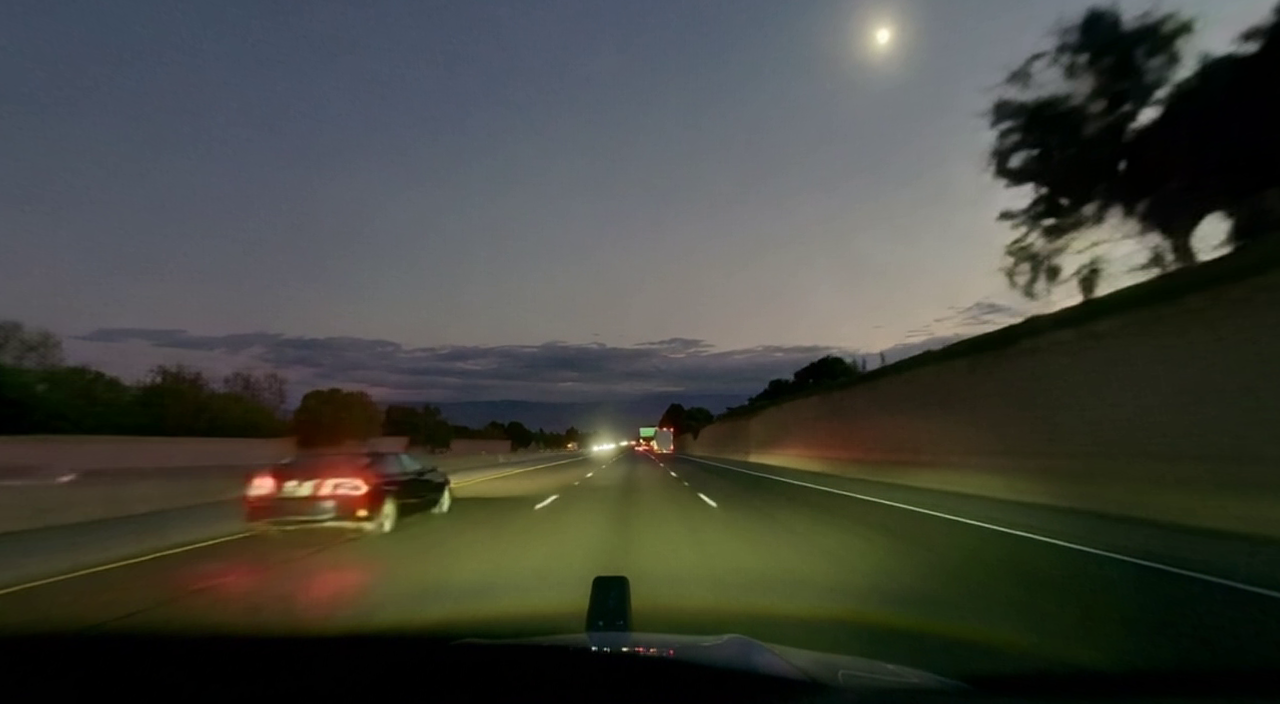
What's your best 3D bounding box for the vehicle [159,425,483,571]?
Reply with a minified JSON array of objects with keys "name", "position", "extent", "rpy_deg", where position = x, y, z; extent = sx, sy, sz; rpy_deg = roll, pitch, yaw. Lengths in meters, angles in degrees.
[{"name":"vehicle","position":[-4.113,1.978,9.505],"extent":[2.129,1.559,5.272],"rpy_deg":[0,-9,0]}]
